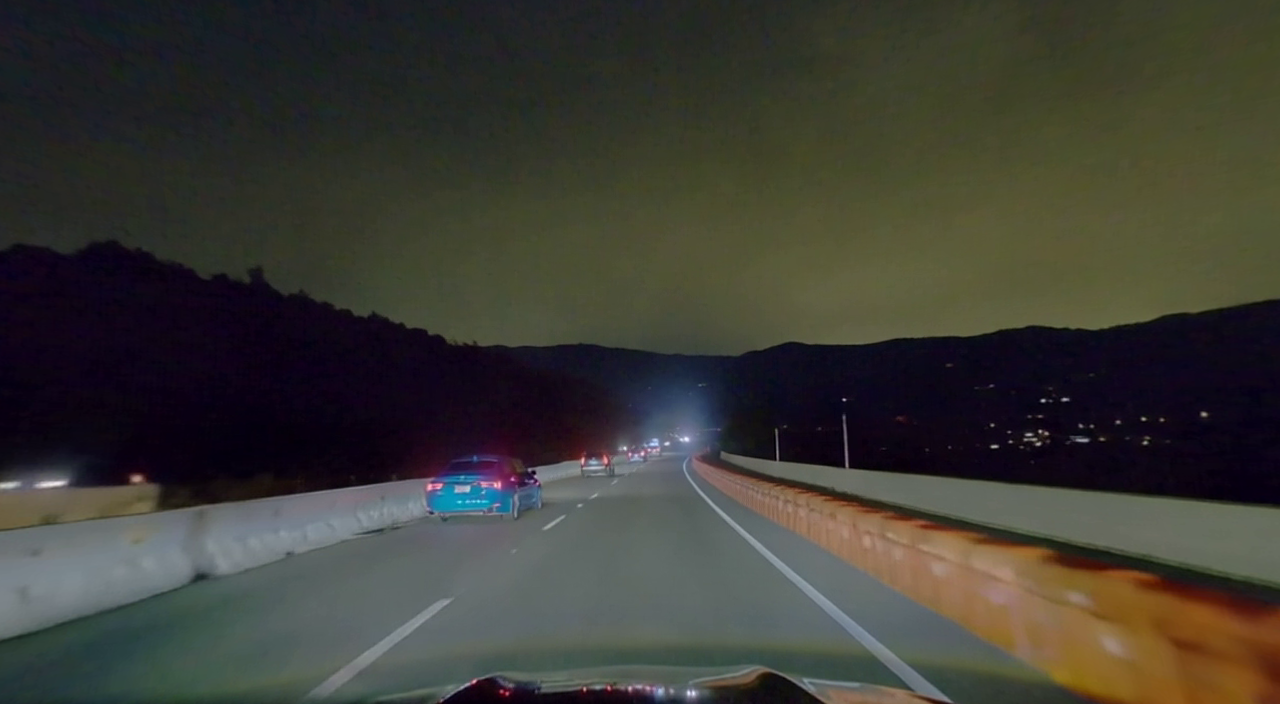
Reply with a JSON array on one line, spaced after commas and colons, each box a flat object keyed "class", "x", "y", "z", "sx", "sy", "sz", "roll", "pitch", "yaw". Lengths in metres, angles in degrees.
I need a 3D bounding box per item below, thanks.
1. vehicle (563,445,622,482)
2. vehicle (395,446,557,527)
[{"class": "vehicle", "x": -1.961, "y": 4.800, "z": 27.443, "sx": 2.094, "sy": 1.480, "sz": 4.124, "roll": 0, "pitch": -9, "yaw": 2}, {"class": "vehicle", "x": -3.004, "y": 2.554, "z": 12.508, "sx": 2.061, "sy": 1.330, "sz": 3.928, "roll": 0, "pitch": -9, "yaw": 2}]
